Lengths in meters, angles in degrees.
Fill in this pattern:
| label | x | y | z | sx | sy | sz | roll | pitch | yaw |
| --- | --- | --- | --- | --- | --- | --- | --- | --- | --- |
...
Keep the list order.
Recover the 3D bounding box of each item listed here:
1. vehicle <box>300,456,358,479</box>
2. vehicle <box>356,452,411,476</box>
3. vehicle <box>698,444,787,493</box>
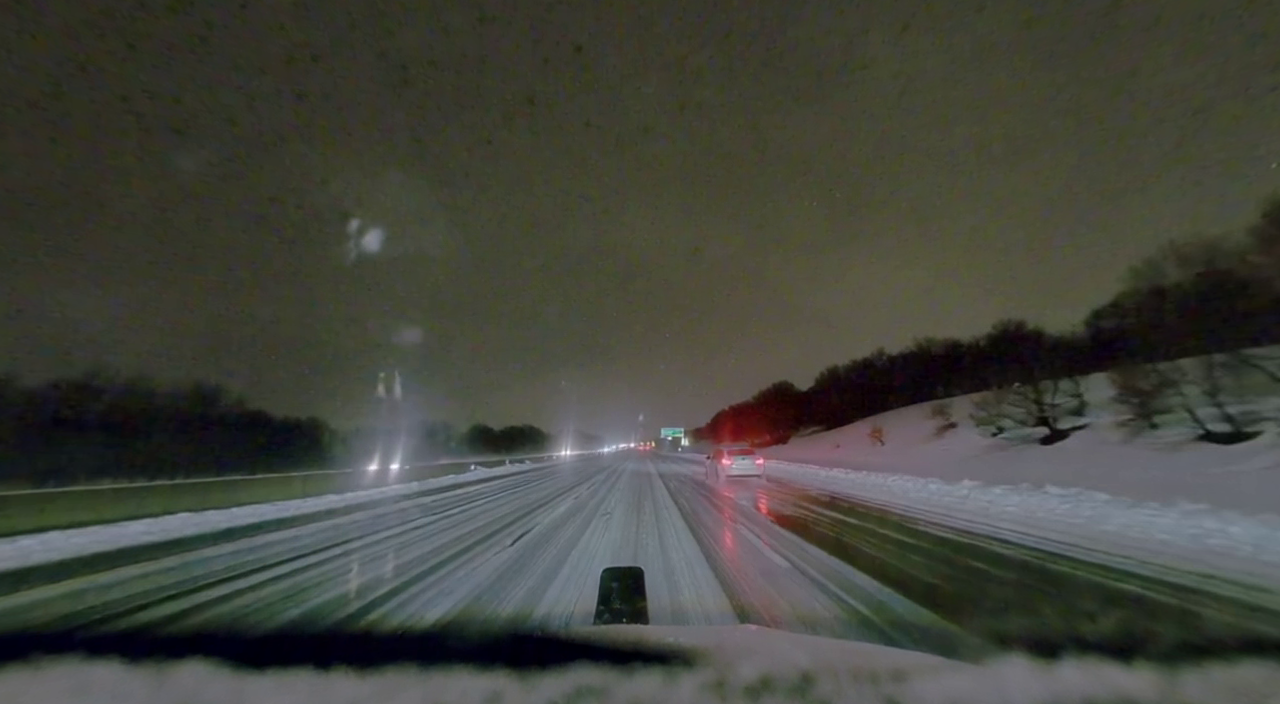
| label | x | y | z | sx | sy | sz | roll | pitch | yaw |
| --- | --- | --- | --- | --- | --- | --- | --- | --- | --- |
| vehicle | -21.263 | 7.883 | 43.271 | 1.764 | 1.380 | 4.225 | 0 | -8 | 0 |
| vehicle | -17.586 | 7.665 | 43.443 | 1.910 | 1.465 | 4.442 | 0 | -8 | 1 |
| vehicle | 3.354 | 3.906 | 21.641 | 2.193 | 1.462 | 4.533 | 0 | -8 | -1 |
